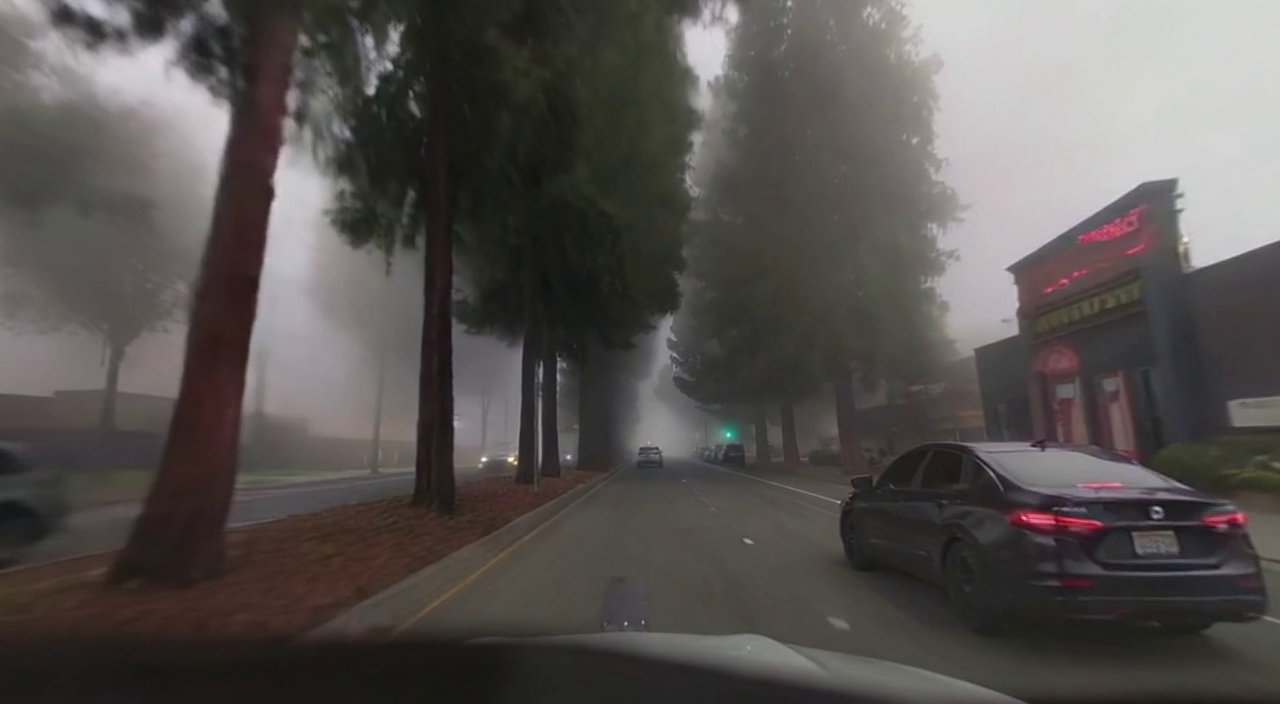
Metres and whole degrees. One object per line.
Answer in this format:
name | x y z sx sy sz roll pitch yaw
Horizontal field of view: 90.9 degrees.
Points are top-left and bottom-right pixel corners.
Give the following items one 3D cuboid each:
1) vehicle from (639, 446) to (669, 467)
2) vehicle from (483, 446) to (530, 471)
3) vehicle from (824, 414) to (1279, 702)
vehicle | 0.904 7.043 42.832 1.945 1.343 3.827 0 -8 0
vehicle | -8.262 6.605 39.332 1.922 1.464 4.201 0 -8 1
vehicle | 3.193 1.383 5.405 1.989 1.498 4.050 0 -8 0
